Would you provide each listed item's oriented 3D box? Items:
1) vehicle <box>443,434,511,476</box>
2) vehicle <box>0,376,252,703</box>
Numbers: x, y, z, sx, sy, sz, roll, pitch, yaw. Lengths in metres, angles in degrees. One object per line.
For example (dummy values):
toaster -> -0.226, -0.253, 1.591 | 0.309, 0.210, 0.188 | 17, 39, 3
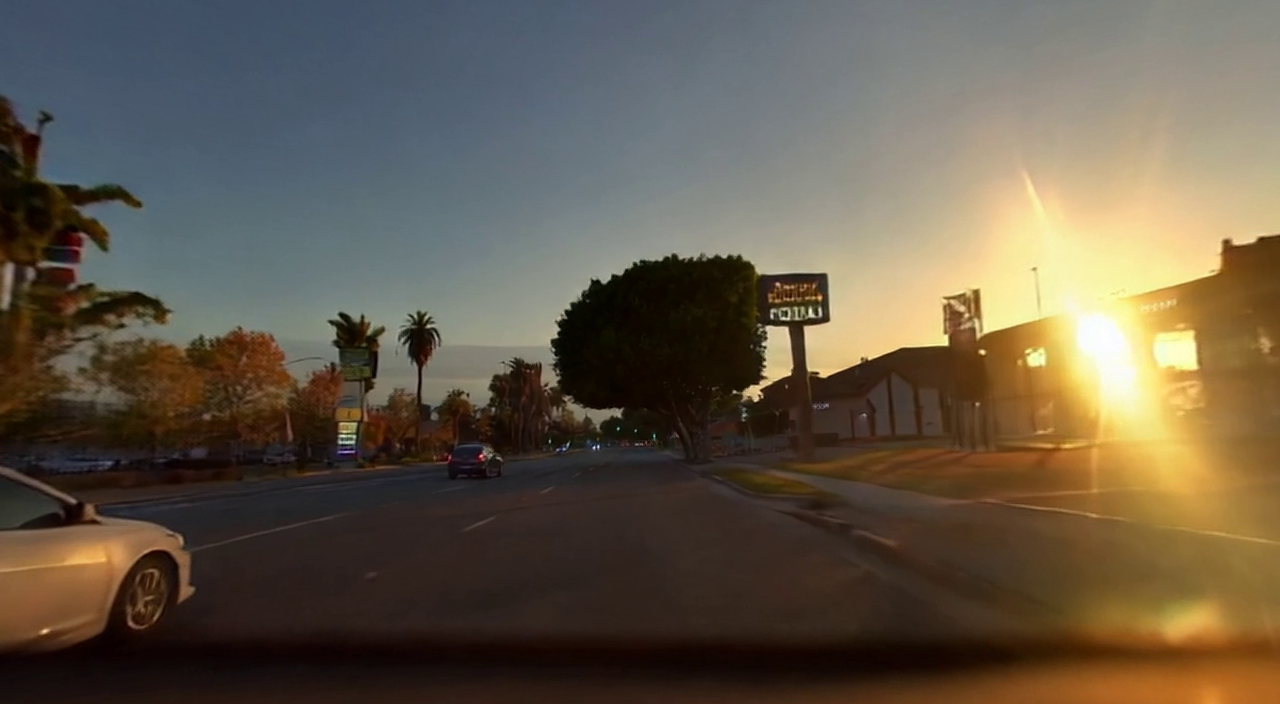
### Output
vehicle -> -7.722, 4.900, 30.266 | 2.136, 1.844, 4.363 | 0, -8, 0
vehicle -> -4.248, 0.945, 3.080 | 2.041, 1.666, 4.182 | 0, -8, -1
